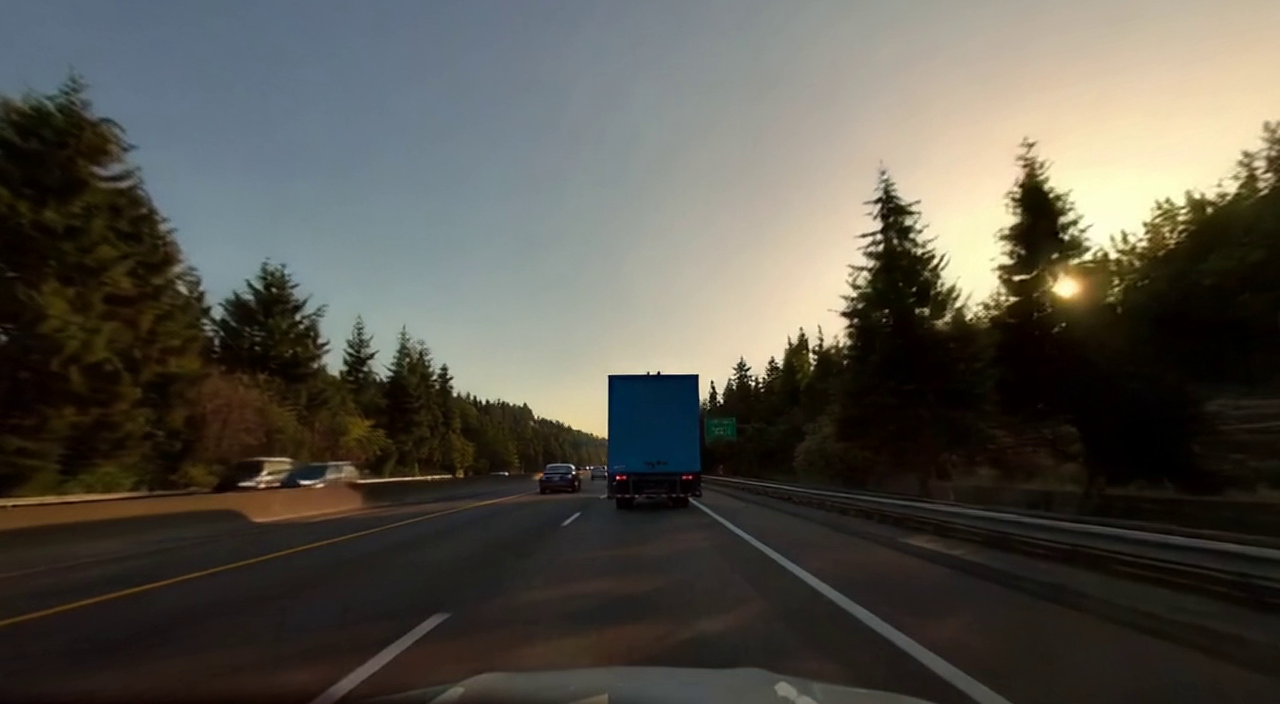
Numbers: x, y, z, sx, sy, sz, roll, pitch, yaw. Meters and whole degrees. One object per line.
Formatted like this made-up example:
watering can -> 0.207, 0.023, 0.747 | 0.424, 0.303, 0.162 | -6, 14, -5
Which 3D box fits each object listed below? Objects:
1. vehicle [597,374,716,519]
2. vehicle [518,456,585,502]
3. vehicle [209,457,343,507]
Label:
vehicle -> 0.384, 3.263, 20.921 | 3.008, 3.678, 9.512 | 1, -10, 0
vehicle -> -3.491, 5.168, 25.866 | 2.076, 1.691, 4.555 | 1, -10, 0
vehicle -> -12.757, 4.583, 22.503 | 1.949, 1.533, 4.662 | 1, -10, 0
